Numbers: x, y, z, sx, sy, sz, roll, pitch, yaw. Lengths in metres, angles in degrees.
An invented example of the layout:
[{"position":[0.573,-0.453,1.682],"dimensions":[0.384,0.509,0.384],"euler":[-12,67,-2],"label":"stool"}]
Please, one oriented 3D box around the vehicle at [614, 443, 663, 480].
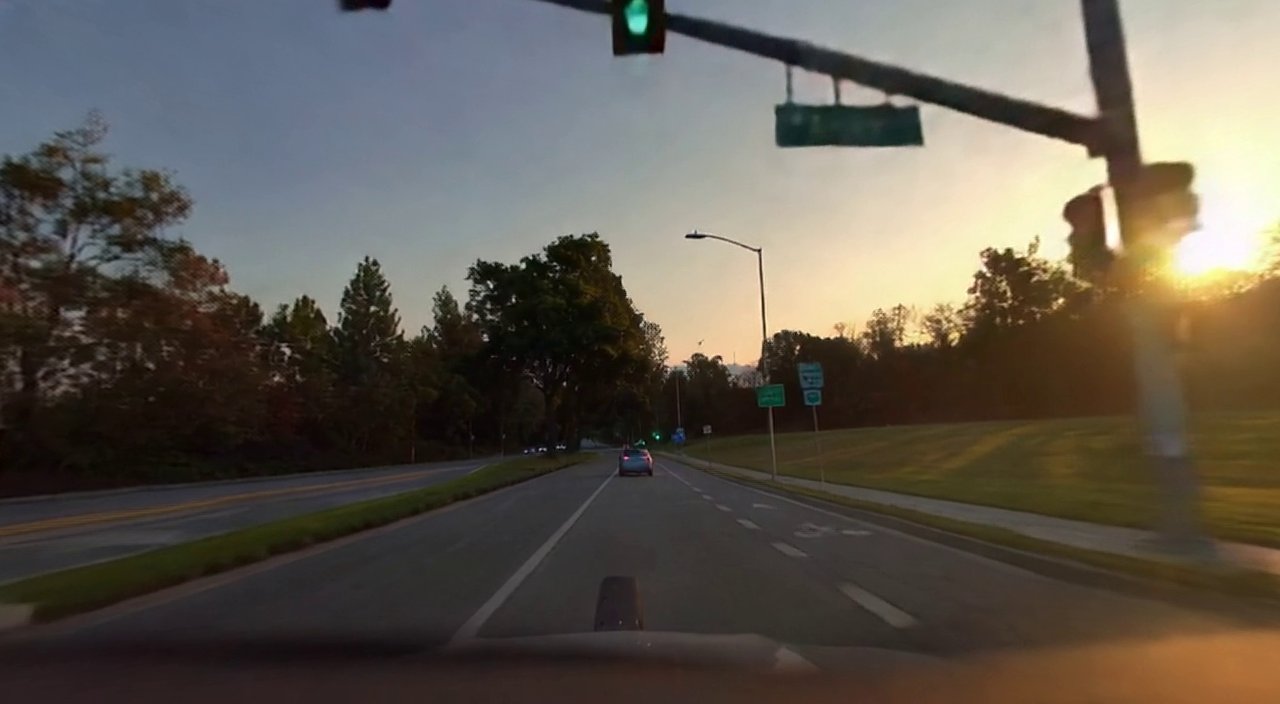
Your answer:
[{"position":[-0.067,4.659,27.029],"dimensions":[1.954,1.469,3.465],"euler":[0,-8,0],"label":"vehicle"}]
